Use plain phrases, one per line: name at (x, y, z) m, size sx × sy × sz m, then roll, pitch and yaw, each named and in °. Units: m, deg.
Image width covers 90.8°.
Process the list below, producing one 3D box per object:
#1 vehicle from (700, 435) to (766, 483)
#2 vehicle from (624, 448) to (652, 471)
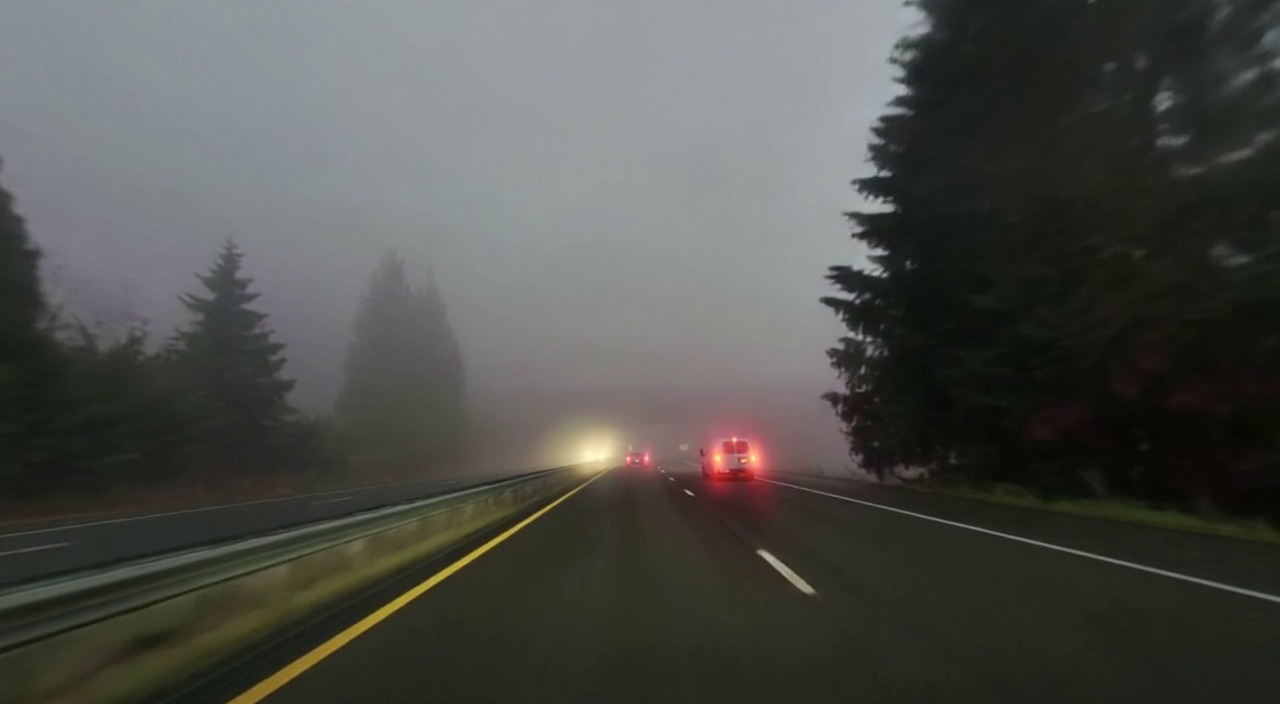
vehicle at (4.108, 4.878, 28.940) m, size 2.152 × 1.998 × 5.380 m, roll 0°, pitch -9°, yaw -1°
vehicle at (-0.145, 8.022, 47.285) m, size 2.013 × 1.584 × 3.995 m, roll 0°, pitch -9°, yaw 1°
